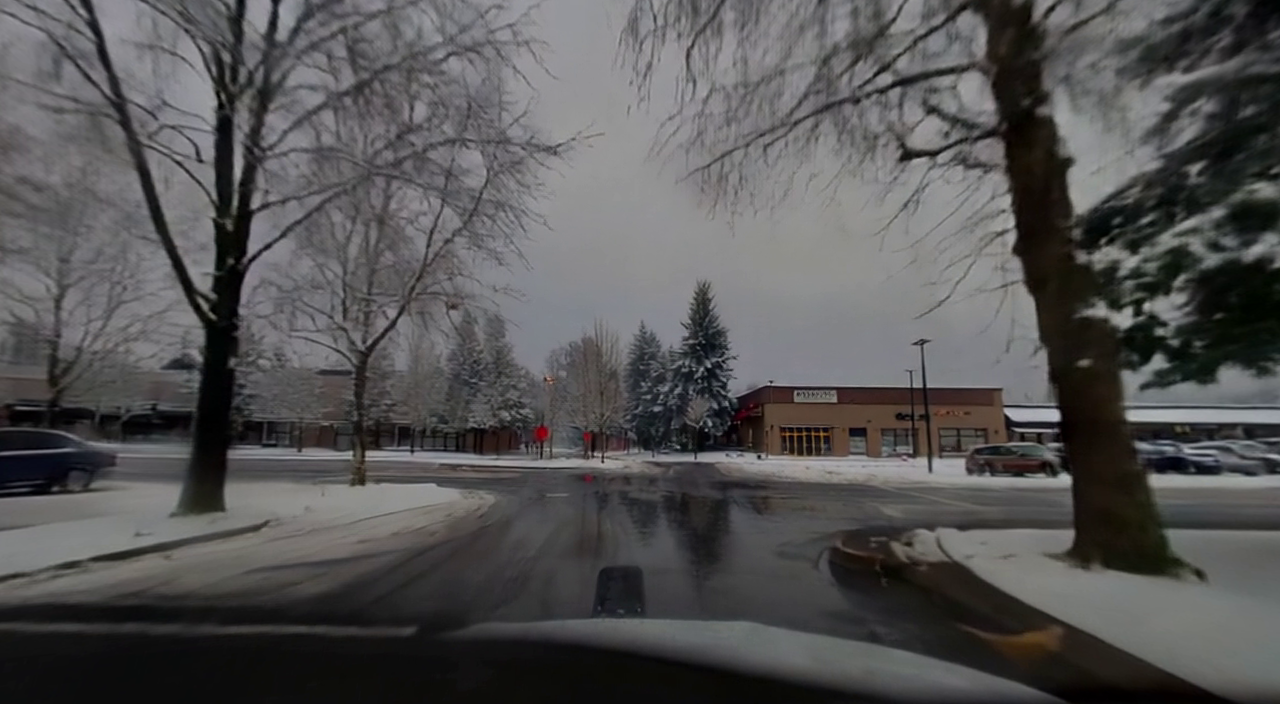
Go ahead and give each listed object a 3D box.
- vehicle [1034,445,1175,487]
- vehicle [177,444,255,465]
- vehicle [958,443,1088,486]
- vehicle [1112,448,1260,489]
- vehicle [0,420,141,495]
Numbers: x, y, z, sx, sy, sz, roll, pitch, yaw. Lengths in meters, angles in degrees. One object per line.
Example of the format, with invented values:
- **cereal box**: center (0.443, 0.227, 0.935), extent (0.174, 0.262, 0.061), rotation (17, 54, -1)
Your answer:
- **vehicle**: center (18.340, 4.499, 25.309), extent (1.804, 1.502, 4.815), rotation (0, -8, -3)
- **vehicle**: center (-30.299, 7.307, 45.286), extent (4.431, 1.449, 1.808), rotation (5, -10, -32)
- **vehicle**: center (15.087, 4.440, 25.324), extent (2.140, 1.507, 4.856), rotation (0, -9, -1)
- **vehicle**: center (21.322, 4.532, 24.955), extent (1.861, 1.460, 4.329), rotation (0, -8, -2)
- **vehicle**: center (-15.769, 2.667, 16.088), extent (4.457, 1.794, 1.974), rotation (5, -10, -32)
